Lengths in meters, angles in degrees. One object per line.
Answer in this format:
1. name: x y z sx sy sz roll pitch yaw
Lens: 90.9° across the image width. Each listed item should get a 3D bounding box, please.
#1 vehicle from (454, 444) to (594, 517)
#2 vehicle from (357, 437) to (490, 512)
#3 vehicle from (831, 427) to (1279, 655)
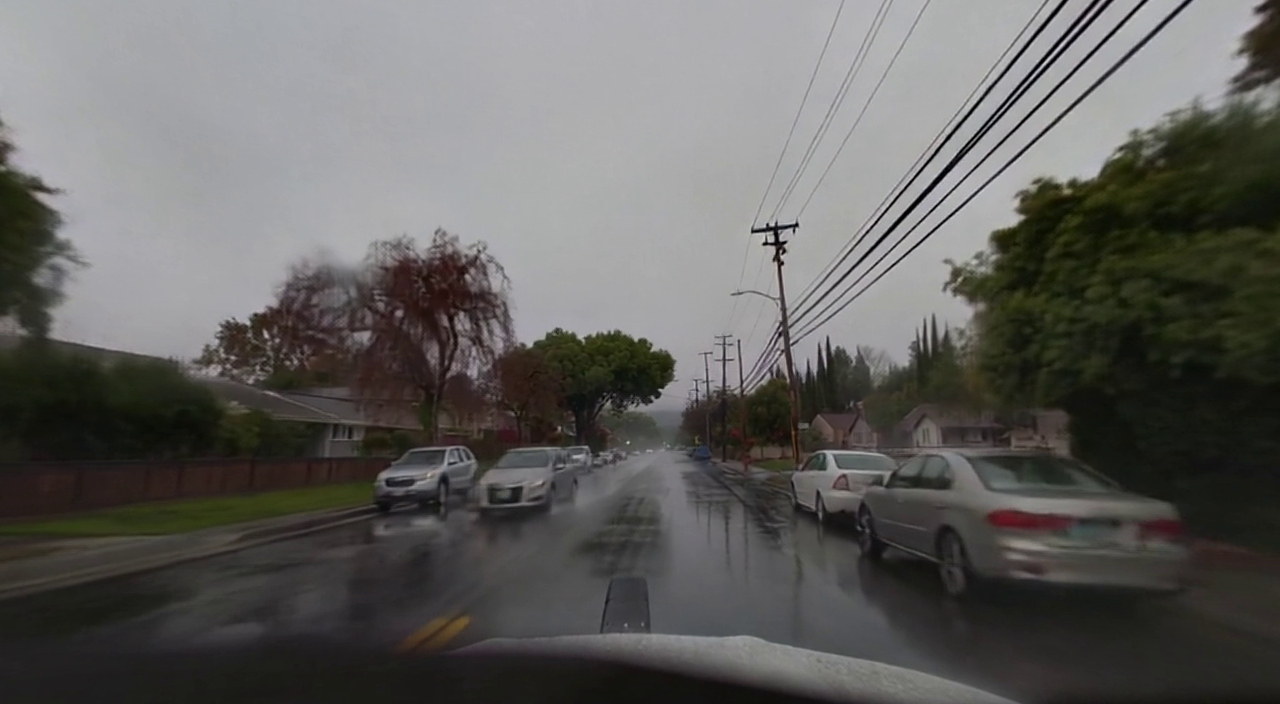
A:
1. vehicle: -2.519 2.937 15.024 2.079 1.441 4.541 -1 -8 6
2. vehicle: -5.861 3.322 17.690 2.027 1.695 4.437 -4 -8 2
3. vehicle: 3.597 1.590 6.529 2.014 1.482 4.599 0 -8 3
